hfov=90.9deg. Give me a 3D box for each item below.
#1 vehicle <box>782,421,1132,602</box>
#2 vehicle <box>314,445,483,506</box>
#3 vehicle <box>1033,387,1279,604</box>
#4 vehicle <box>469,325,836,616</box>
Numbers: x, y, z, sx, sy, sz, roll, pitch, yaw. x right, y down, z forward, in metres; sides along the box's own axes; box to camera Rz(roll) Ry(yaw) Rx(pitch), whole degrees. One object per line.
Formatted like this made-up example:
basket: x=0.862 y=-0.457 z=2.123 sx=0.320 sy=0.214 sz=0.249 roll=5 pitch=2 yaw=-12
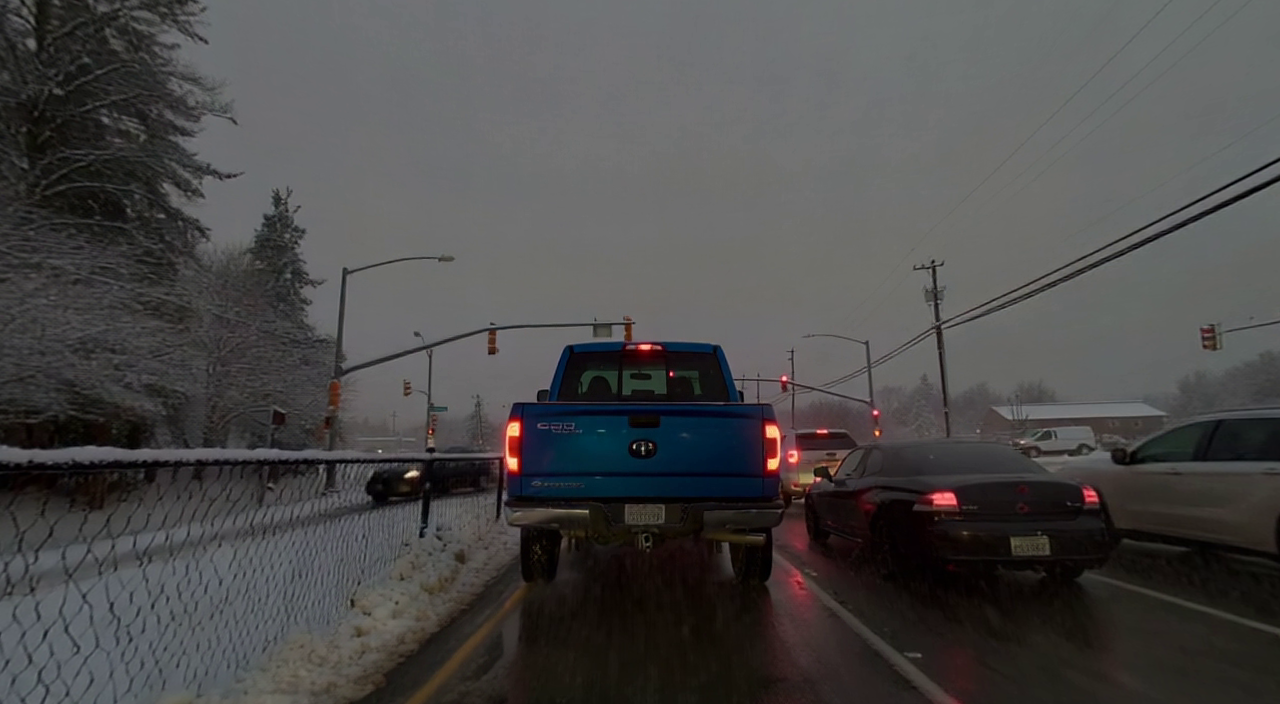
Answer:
vehicle: x=3.118 y=1.637 z=7.362 sx=1.993 sy=1.495 sz=4.060 roll=0 pitch=-8 yaw=1
vehicle: x=-7.260 y=3.727 z=19.717 sx=2.378 sy=1.611 sz=5.046 roll=-2 pitch=-9 yaw=14
vehicle: x=6.153 y=1.297 z=6.013 sx=1.982 sy=1.727 sz=4.352 roll=0 pitch=-8 yaw=1
vehicle: x=0.099 y=1.356 z=8.062 sx=2.831 sy=2.284 sz=6.149 roll=0 pitch=-8 yaw=0
